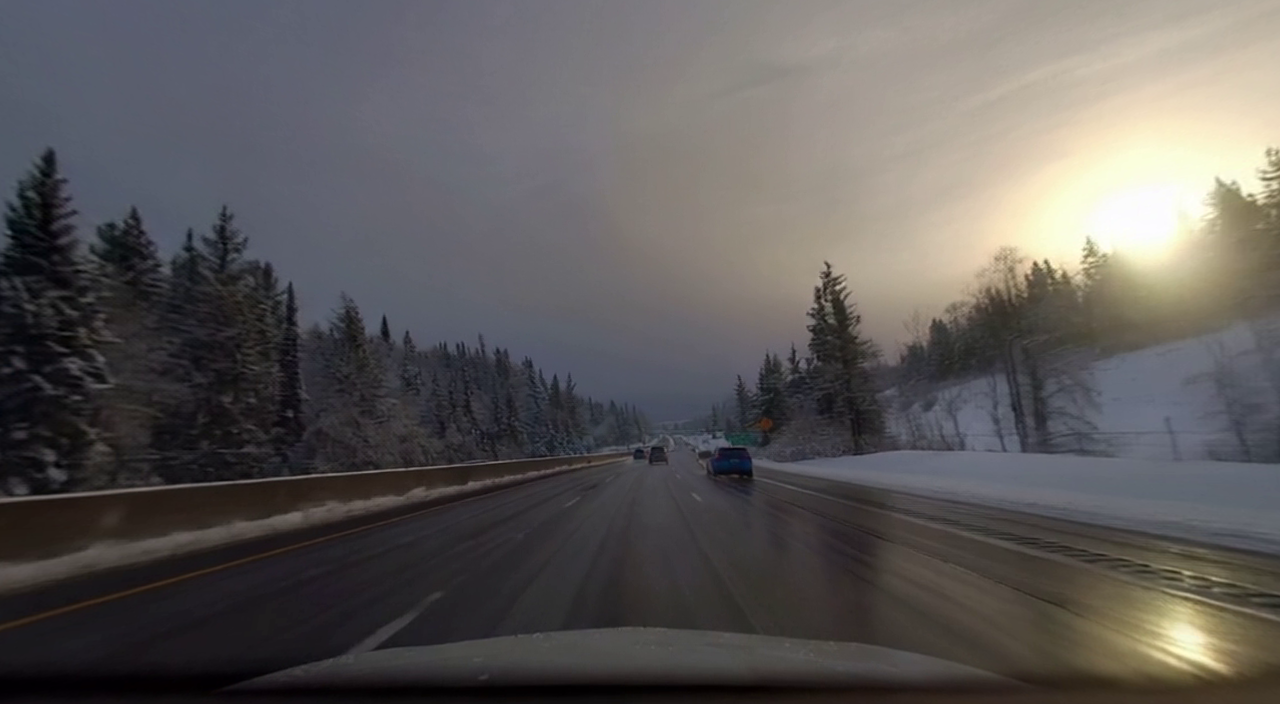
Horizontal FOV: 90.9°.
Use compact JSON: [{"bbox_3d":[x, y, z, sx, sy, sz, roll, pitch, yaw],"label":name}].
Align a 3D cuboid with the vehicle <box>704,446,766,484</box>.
[{"bbox_3d":[4.181,5.072,28.435,2.175,1.574,3.943,0,-9,0],"label":"vehicle"}]
